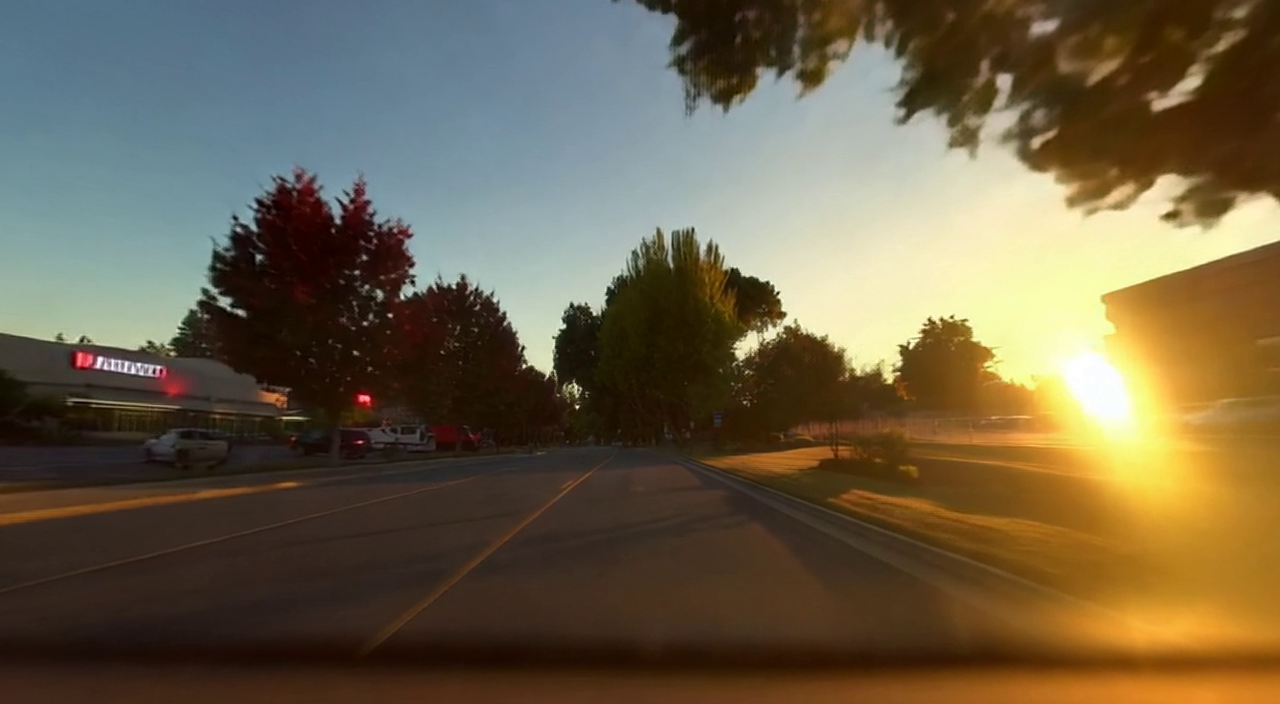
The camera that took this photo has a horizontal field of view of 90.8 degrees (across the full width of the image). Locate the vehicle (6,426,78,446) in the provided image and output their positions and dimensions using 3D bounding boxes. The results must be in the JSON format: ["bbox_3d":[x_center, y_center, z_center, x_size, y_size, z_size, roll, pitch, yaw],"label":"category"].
[{"bbox_3d":[-44.697,6.284,47.314,1.724,1.442,4.416,2,-8,-11],"label":"vehicle"}]

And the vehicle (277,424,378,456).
[{"bbox_3d":[-19.439,5.501,39.459,5.109,1.891,2.206,0,-8,-1],"label":"vehicle"}]

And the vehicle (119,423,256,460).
[{"bbox_3d":[-18.507,3.691,25.957,4.238,1.459,1.753,0,-9,1],"label":"vehicle"}]
